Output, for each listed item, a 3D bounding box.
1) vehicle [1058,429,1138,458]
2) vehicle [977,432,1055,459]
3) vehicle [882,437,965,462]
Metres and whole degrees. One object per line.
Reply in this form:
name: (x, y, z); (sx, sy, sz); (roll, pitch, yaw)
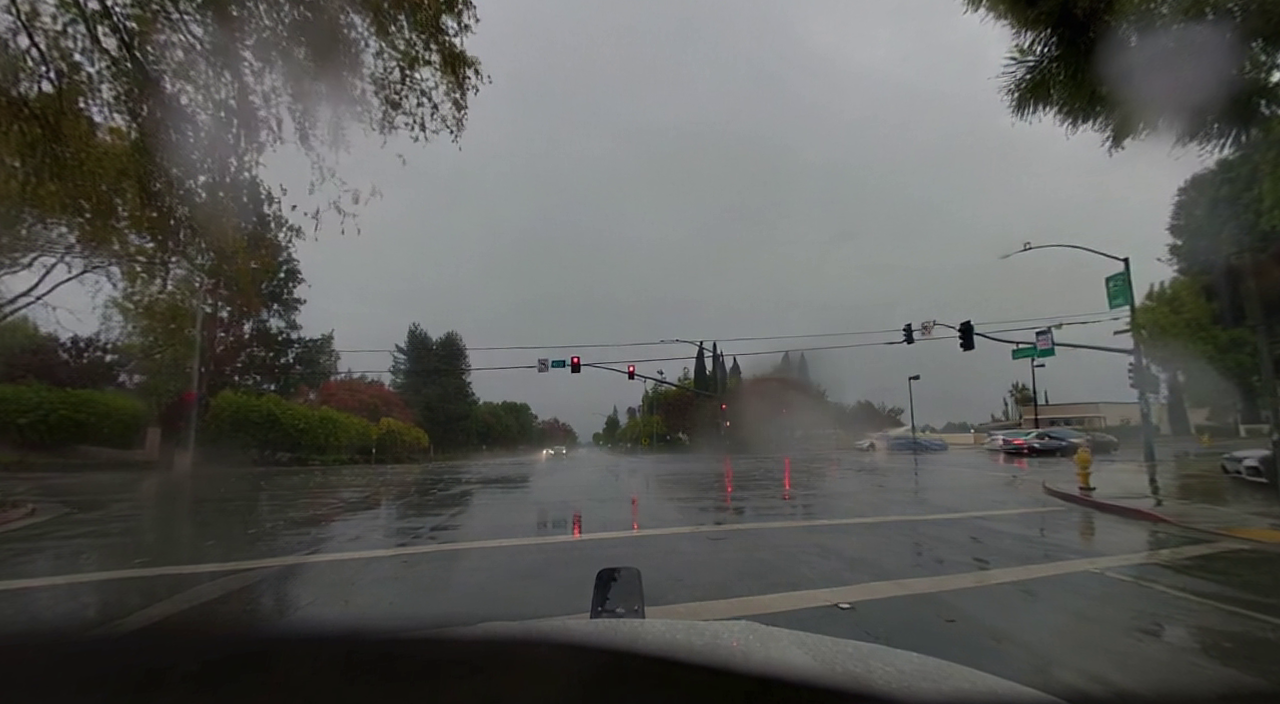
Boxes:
vehicle: (36.100, 7.209, 49.749); (6.148, 2.119, 2.473); (4, -10, -28)
vehicle: (26.949, 6.733, 45.279); (5.032, 1.828, 2.183); (4, -9, -24)
vehicle: (18.687, 6.432, 41.623); (5.234, 1.549, 1.982); (4, -9, -24)
